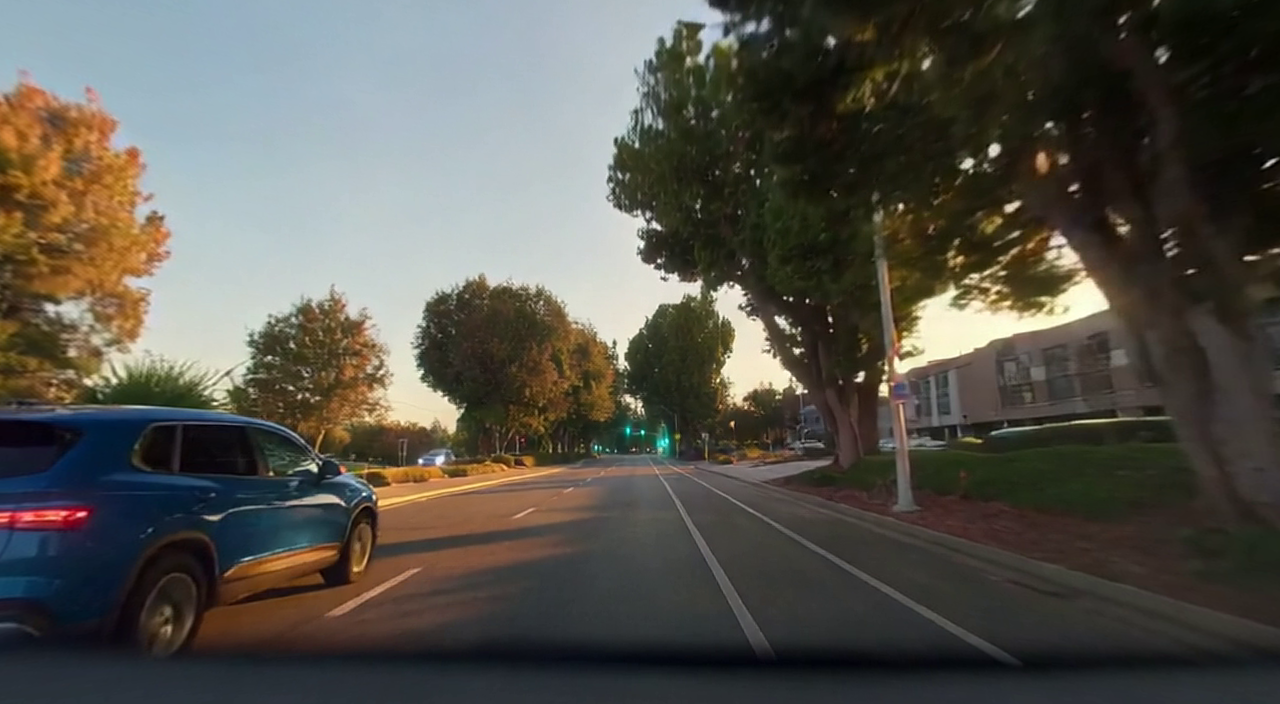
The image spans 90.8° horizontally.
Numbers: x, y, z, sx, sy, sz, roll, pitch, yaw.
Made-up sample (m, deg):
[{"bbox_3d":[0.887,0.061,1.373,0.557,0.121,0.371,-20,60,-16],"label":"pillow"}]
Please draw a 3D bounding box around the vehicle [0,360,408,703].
[{"bbox_3d":[-3.666,1.214,4.757,2.121,1.724,4.392,0,-9,0],"label":"vehicle"}]
